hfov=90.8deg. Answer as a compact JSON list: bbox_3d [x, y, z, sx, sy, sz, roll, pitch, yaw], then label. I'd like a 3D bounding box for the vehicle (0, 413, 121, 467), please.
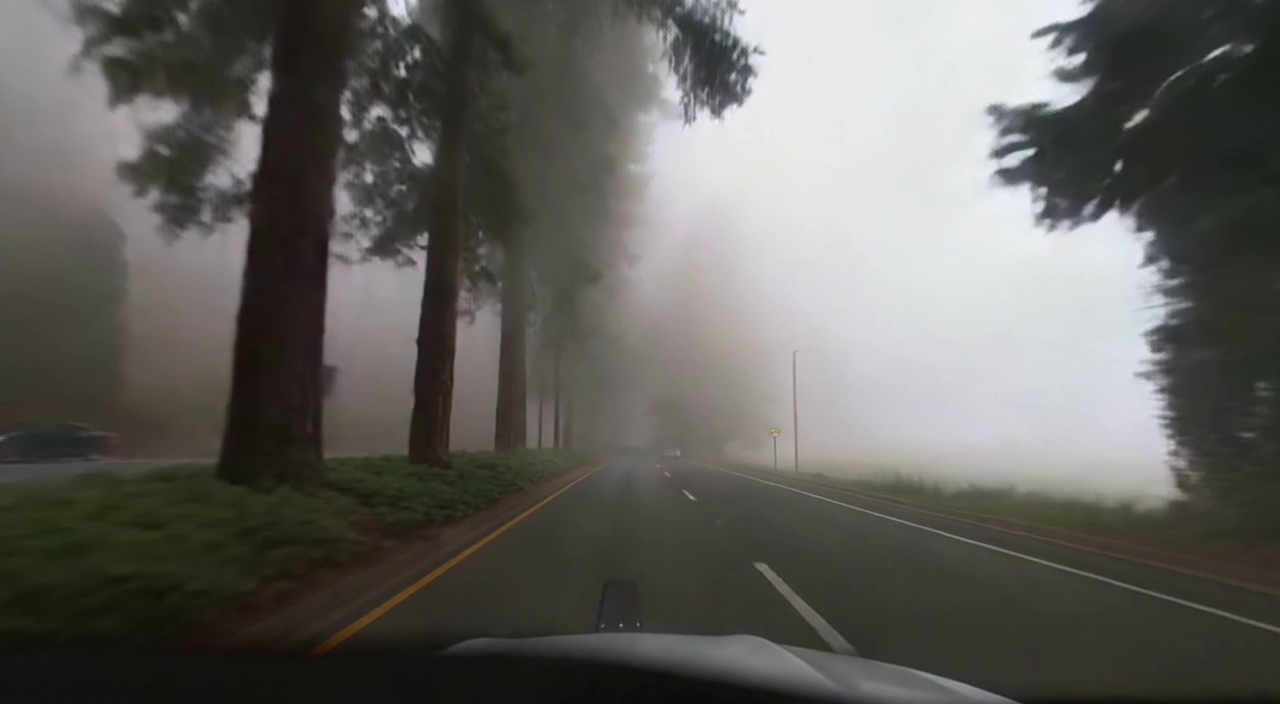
[{"bbox_3d":[-22.203,3.259,23.226,2.055,1.776,4.879,0,-8,0],"label":"vehicle"}]
